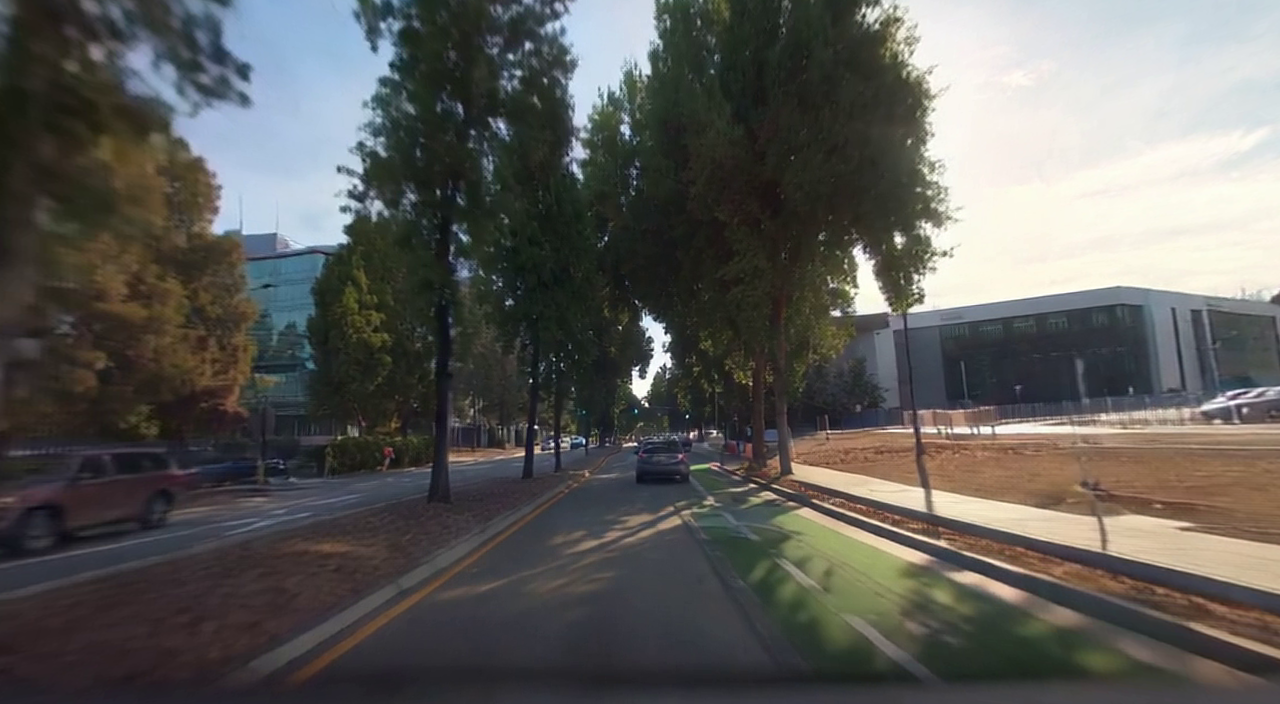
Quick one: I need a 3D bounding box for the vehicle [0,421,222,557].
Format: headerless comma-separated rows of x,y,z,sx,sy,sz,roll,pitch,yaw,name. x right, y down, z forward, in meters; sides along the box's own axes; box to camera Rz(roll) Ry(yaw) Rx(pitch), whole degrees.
-11.135,2.481,12.168,2.349,2.106,5.464,0,-8,0,vehicle

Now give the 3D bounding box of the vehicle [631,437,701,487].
0.870,3.667,21.393,2.114,1.493,4.430,0,-8,2,vehicle
